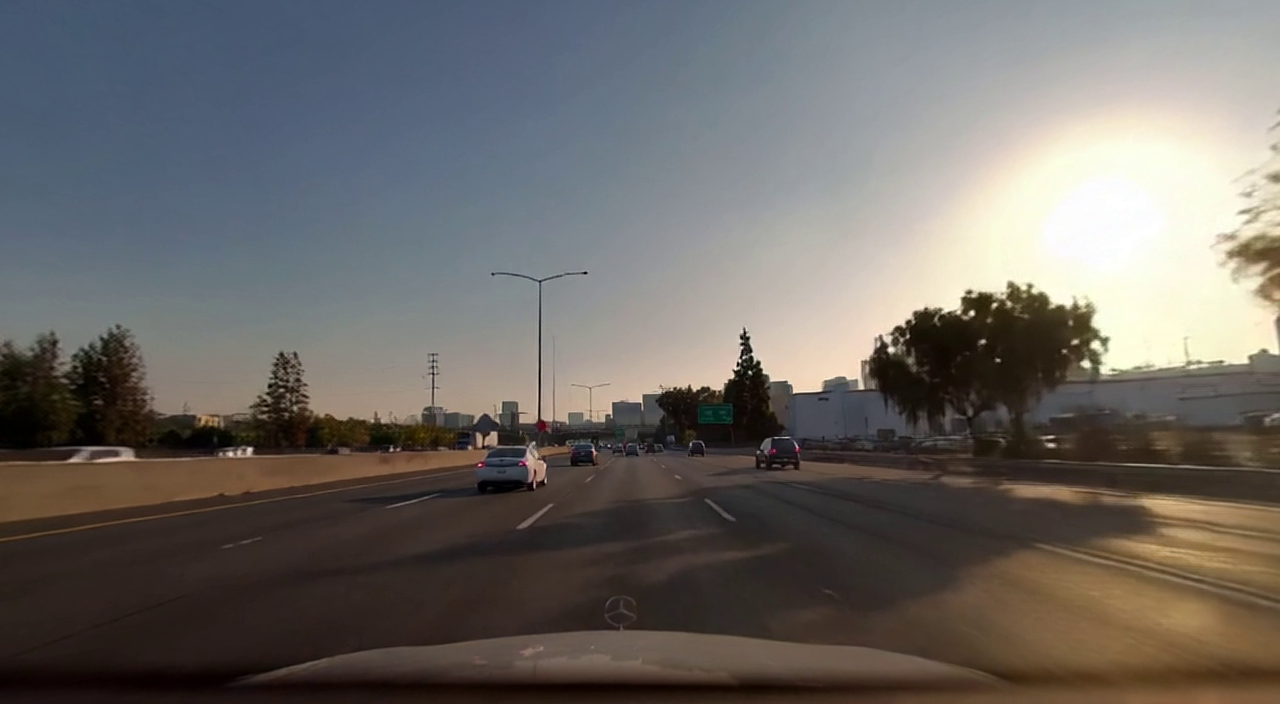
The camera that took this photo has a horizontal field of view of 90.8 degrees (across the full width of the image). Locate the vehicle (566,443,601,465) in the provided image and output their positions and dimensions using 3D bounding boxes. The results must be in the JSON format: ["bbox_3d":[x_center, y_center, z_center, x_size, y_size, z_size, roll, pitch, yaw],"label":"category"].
[{"bbox_3d":[-3.867,7.074,43.971,2.078,1.464,4.093,0,-9,0],"label":"vehicle"}]

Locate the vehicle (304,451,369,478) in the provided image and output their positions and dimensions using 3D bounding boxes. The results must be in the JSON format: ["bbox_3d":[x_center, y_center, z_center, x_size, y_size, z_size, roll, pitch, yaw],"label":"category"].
[{"bbox_3d":[-17.096,6.326,35.829,1.816,1.405,3.650,0,-9,1],"label":"vehicle"}]

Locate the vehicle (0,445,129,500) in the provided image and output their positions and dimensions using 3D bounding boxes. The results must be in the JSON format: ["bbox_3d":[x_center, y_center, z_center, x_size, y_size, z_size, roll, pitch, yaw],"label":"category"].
[{"bbox_3d":[-20.918,4.087,21.910,2.136,1.695,5.011,0,-9,0],"label":"vehicle"}]

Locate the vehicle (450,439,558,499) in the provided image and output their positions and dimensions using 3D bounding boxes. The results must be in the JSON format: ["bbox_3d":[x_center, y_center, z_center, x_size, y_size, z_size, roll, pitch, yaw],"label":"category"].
[{"bbox_3d":[-3.700,3.276,18.098,2.047,1.469,4.614,0,-9,0],"label":"vehicle"}]

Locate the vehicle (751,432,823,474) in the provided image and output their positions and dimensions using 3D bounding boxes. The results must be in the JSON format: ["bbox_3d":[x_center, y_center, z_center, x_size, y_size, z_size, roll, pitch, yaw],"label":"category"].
[{"bbox_3d":[6.797,4.744,29.826,2.147,1.769,4.666,0,-9,-2],"label":"vehicle"}]
